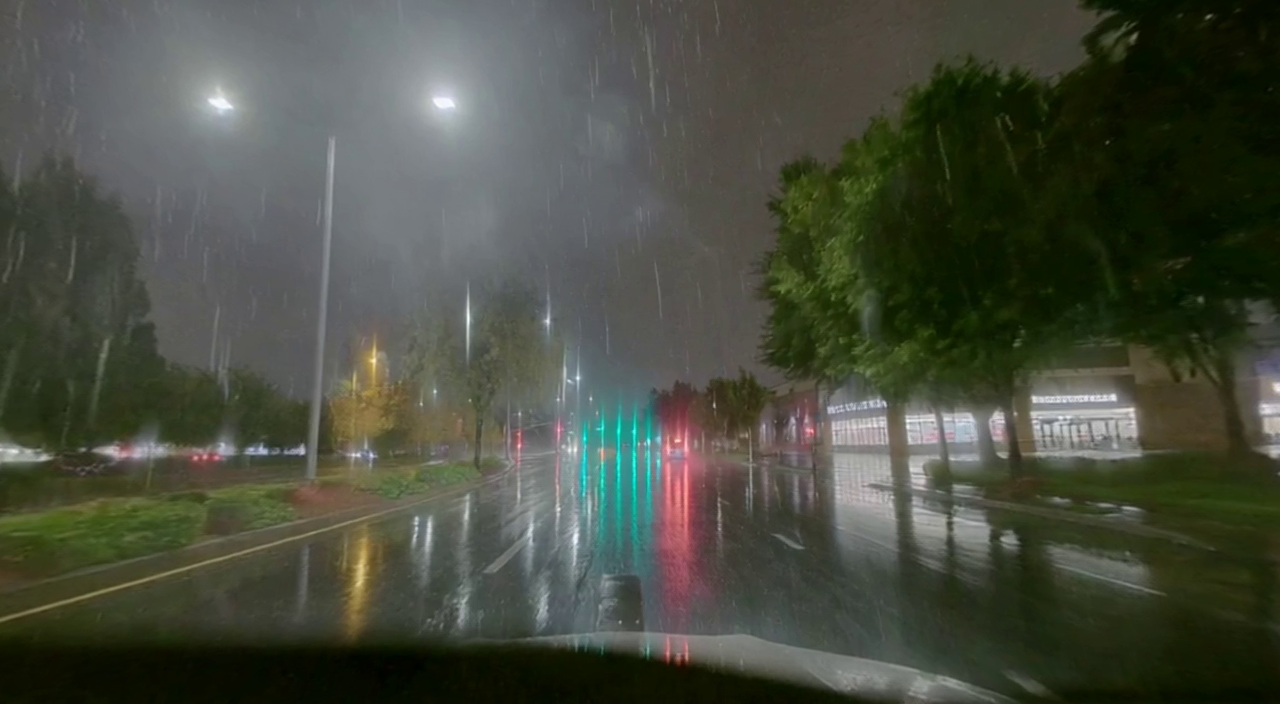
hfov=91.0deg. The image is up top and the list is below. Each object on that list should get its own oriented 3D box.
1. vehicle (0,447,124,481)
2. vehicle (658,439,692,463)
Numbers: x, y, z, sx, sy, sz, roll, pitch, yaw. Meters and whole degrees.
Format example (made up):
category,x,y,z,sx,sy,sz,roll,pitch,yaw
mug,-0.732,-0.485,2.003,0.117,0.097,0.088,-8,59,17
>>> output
category,x,y,z,sx,sy,sz,roll,pitch,yaw
vehicle,-40.280,7.812,43.955,6.106,2.040,2.476,-2,-8,-2
vehicle,2.475,7.107,45.331,2.020,1.681,4.248,0,-8,-2
